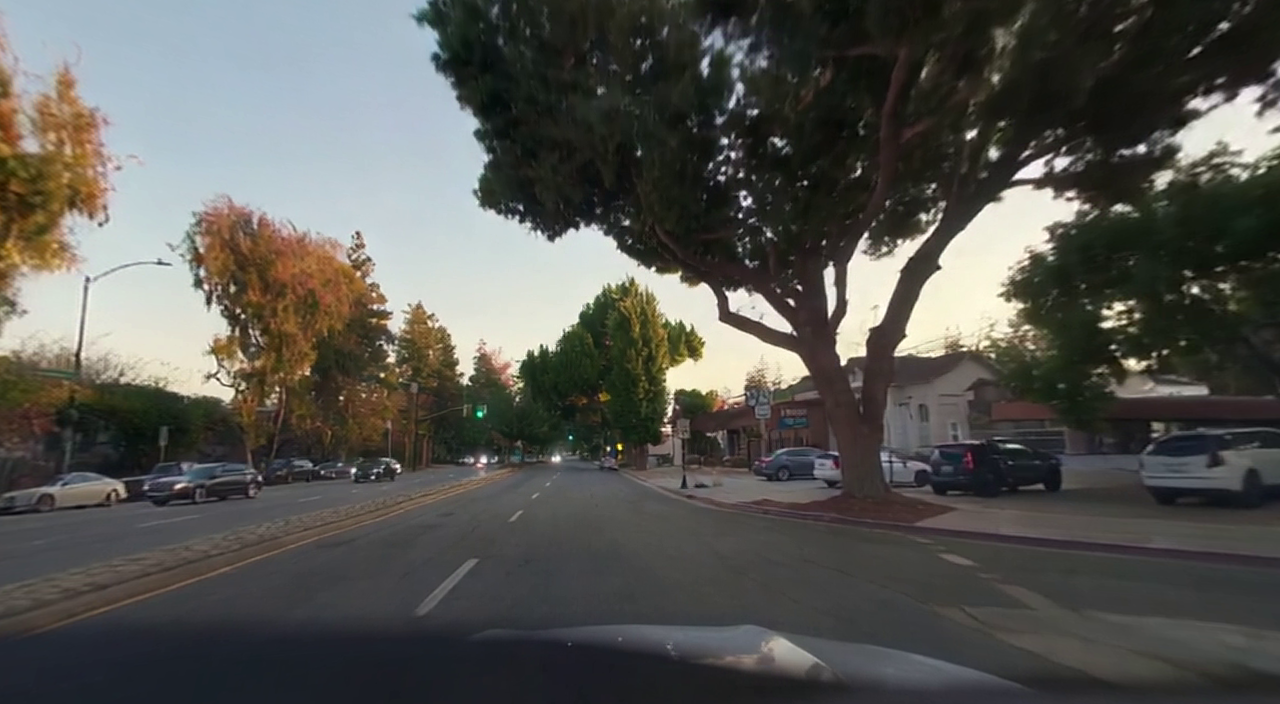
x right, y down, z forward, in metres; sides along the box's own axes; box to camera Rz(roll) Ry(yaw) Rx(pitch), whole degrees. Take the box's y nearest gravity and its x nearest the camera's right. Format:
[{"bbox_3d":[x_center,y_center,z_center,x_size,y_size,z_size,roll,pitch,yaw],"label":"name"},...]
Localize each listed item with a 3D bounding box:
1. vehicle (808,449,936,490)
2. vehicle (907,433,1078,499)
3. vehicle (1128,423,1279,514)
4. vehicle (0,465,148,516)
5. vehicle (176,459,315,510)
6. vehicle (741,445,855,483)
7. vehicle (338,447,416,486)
[{"bbox_3d":[8.840,4.463,24.160,4.257,1.474,1.751,2,-9,-11],"label":"vehicle"},{"bbox_3d":[10.570,3.378,18.904,4.669,1.770,1.896,4,-10,-23],"label":"vehicle"},{"bbox_3d":[14.406,2.628,14.553,5.314,1.829,2.018,3,-9,-16],"label":"vehicle"},{"bbox_3d":[-20.145,4.826,22.360,1.842,1.474,4.712,1,-9,-5],"label":"vehicle"},{"bbox_3d":[-12.875,4.306,20.993,1.951,1.436,4.624,1,-9,-5],"label":"vehicle"},{"bbox_3d":[7.512,5.357,30.262,4.843,1.748,1.985,1,-9,-8],"label":"vehicle"},{"bbox_3d":[-14.569,6.360,35.360,2.228,1.976,5.857,1,-9,-5],"label":"vehicle"}]
